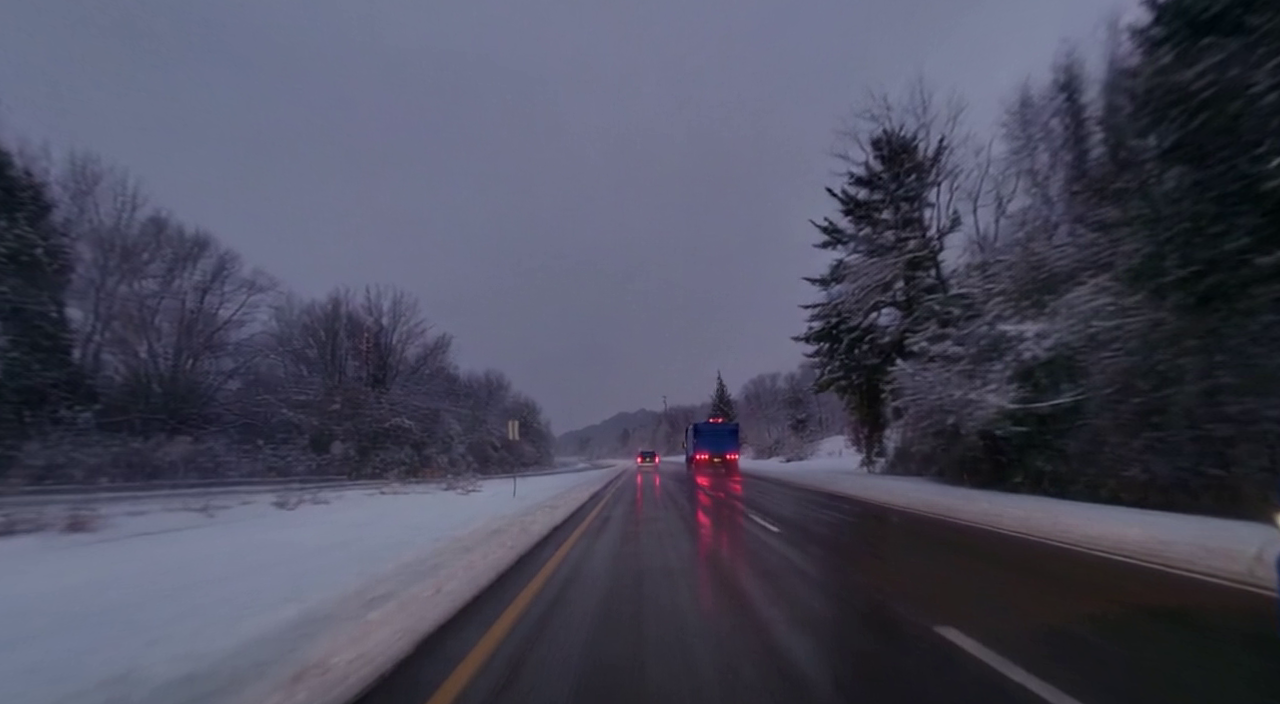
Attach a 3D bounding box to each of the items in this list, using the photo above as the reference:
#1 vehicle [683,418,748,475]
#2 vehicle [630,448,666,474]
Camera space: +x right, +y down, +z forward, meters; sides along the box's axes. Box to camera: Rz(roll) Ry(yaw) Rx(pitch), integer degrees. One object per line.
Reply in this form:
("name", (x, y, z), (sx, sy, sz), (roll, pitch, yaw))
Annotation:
("vehicle", (4.560, 5.957, 39.619), (3.015, 3.211, 7.982), (0, -9, -1))
("vehicle", (0.495, 6.926, 40.085), (2.170, 1.544, 4.373), (0, -9, 1))
